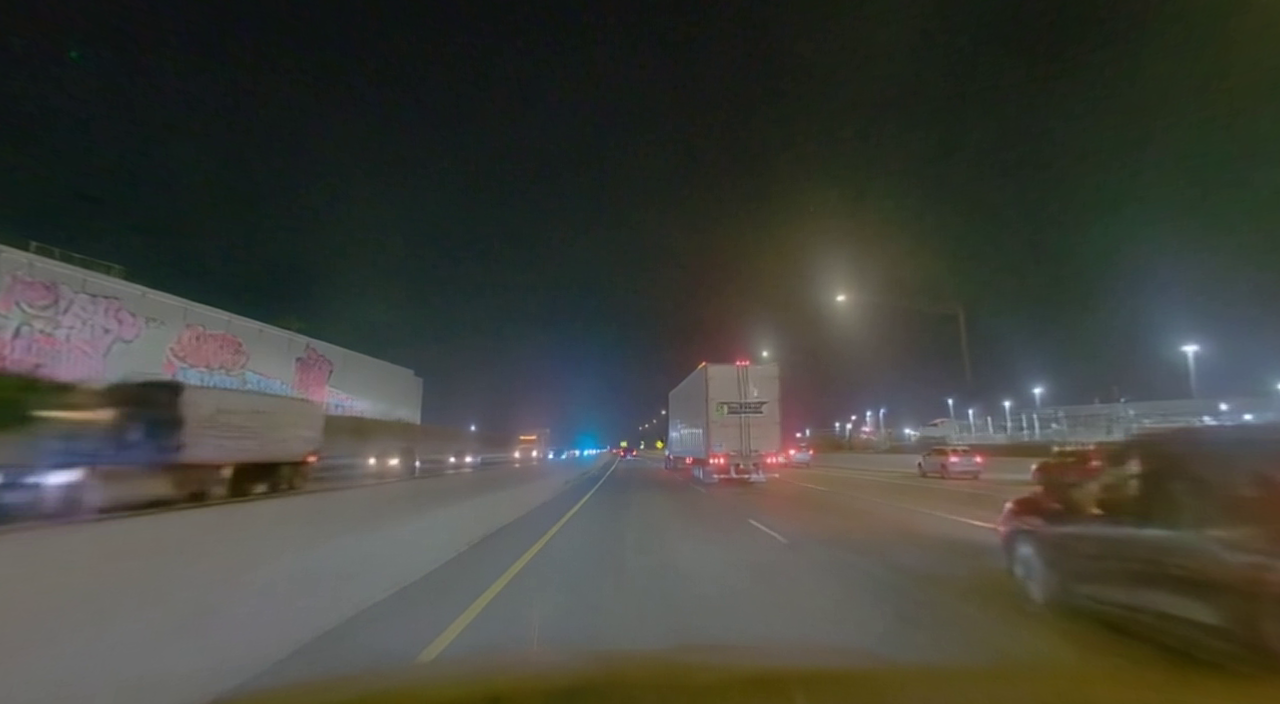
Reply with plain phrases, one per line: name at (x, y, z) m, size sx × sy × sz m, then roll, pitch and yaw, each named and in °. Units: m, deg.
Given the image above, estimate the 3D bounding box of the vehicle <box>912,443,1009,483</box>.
vehicle at (14.619, 5.065, 28.918) m, size 2.107 × 1.648 × 4.324 m, roll 0°, pitch -9°, yaw -1°

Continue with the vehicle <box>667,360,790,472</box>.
vehicle at (3.788, 3.841, 33.131) m, size 3.317 × 4.314 × 17.803 m, roll 0°, pitch -9°, yaw -2°

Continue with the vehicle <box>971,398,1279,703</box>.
vehicle at (4.059, 1.080, 3.369) m, size 2.085 × 1.588 × 4.436 m, roll 0°, pitch -9°, yaw 0°

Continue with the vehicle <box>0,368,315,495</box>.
vehicle at (-16.300, 2.993, 22.603) m, size 3.471 × 3.416 × 11.022 m, roll 1°, pitch -9°, yaw -2°

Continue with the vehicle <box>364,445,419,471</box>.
vehicle at (-15.433, 6.565, 39.103) m, size 1.872 × 1.510 × 3.919 m, roll 0°, pitch -9°, yaw -1°
